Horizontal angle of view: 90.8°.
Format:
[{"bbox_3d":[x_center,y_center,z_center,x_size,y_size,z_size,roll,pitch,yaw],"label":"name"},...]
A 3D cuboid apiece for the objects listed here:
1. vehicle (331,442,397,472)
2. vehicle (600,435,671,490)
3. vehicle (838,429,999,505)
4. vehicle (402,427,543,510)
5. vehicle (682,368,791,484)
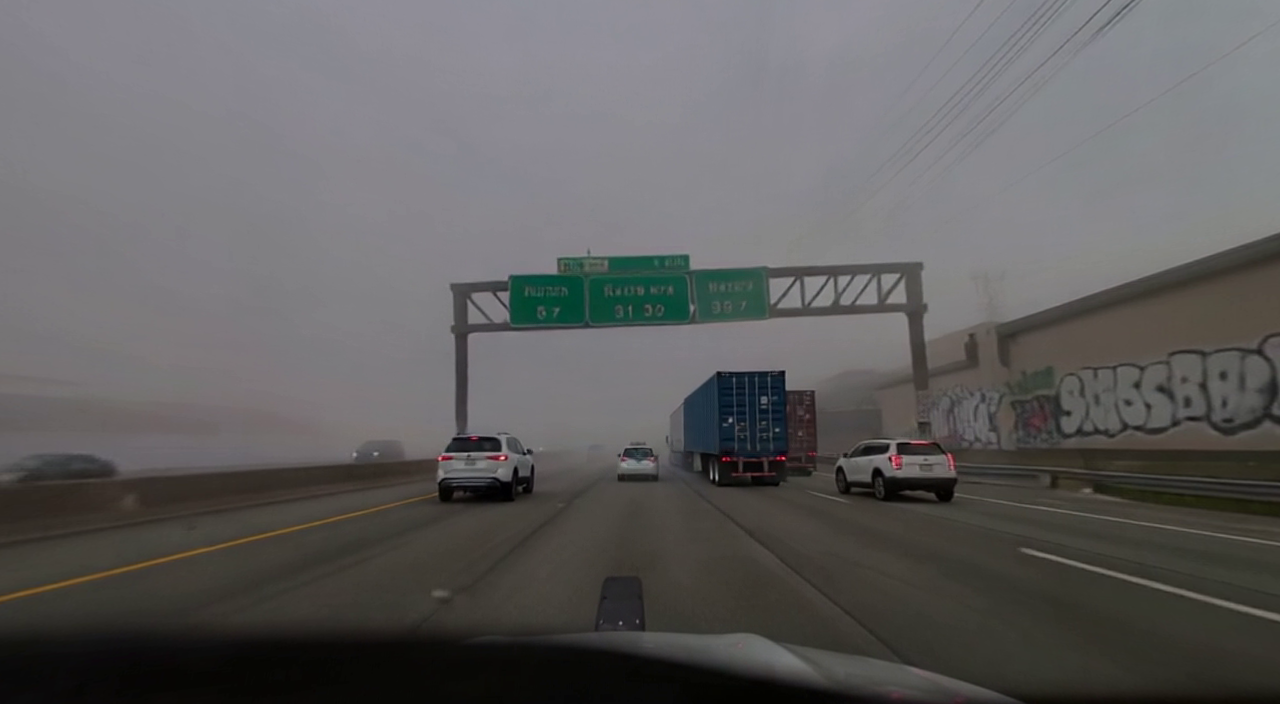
[{"bbox_3d":[-15.935,6.063,36.716,1.896,1.627,4.434,0,-9,-1],"label":"vehicle"},{"bbox_3d":[-0.174,3.759,21.726,2.191,1.685,4.015,0,-9,-1],"label":"vehicle"},{"bbox_3d":[7.179,3.030,16.992,2.202,1.731,4.628,0,-9,0],"label":"vehicle"},{"bbox_3d":[-4.033,2.910,16.192,2.264,1.804,4.584,0,-9,1],"label":"vehicle"},{"bbox_3d":[3.788,3.581,28.672,2.800,4.039,13.179,0,-9,0],"label":"vehicle"}]
